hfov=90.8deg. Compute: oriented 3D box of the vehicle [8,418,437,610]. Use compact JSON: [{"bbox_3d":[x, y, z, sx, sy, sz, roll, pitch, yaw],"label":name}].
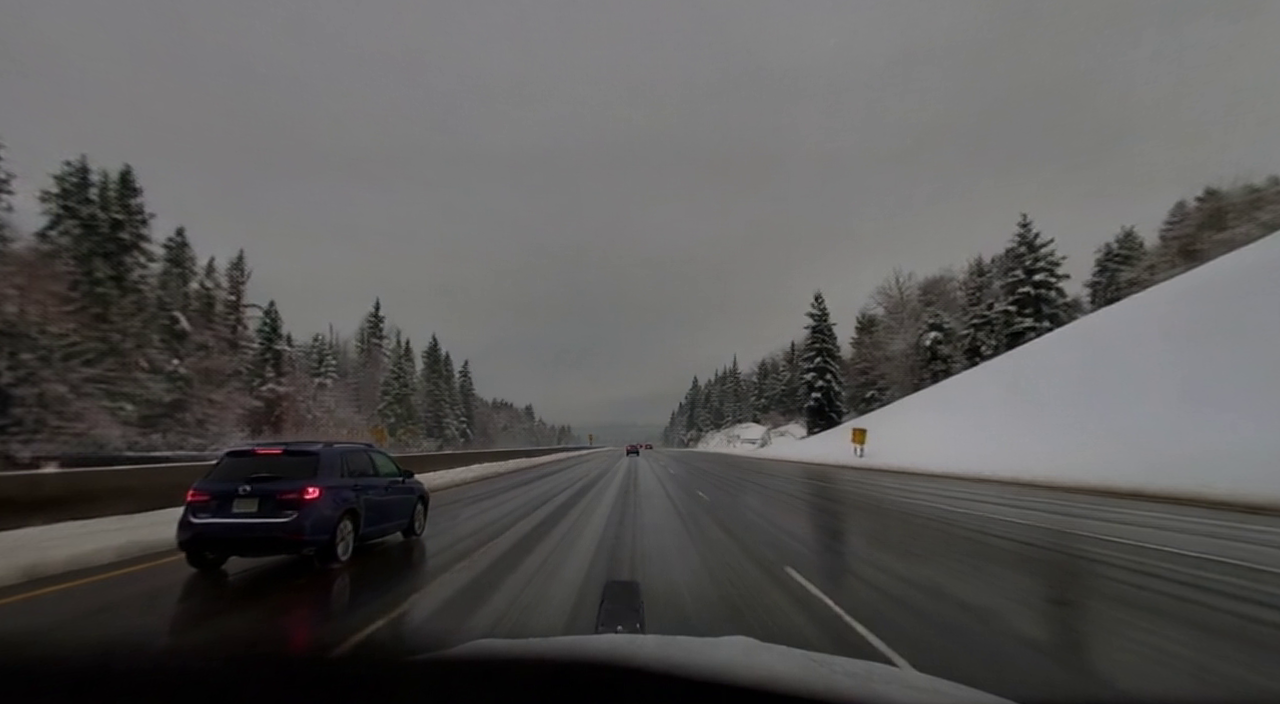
[{"bbox_3d":[-4.109,1.642,7.357,2.050,1.547,4.266,0,-8,0],"label":"vehicle"}]
